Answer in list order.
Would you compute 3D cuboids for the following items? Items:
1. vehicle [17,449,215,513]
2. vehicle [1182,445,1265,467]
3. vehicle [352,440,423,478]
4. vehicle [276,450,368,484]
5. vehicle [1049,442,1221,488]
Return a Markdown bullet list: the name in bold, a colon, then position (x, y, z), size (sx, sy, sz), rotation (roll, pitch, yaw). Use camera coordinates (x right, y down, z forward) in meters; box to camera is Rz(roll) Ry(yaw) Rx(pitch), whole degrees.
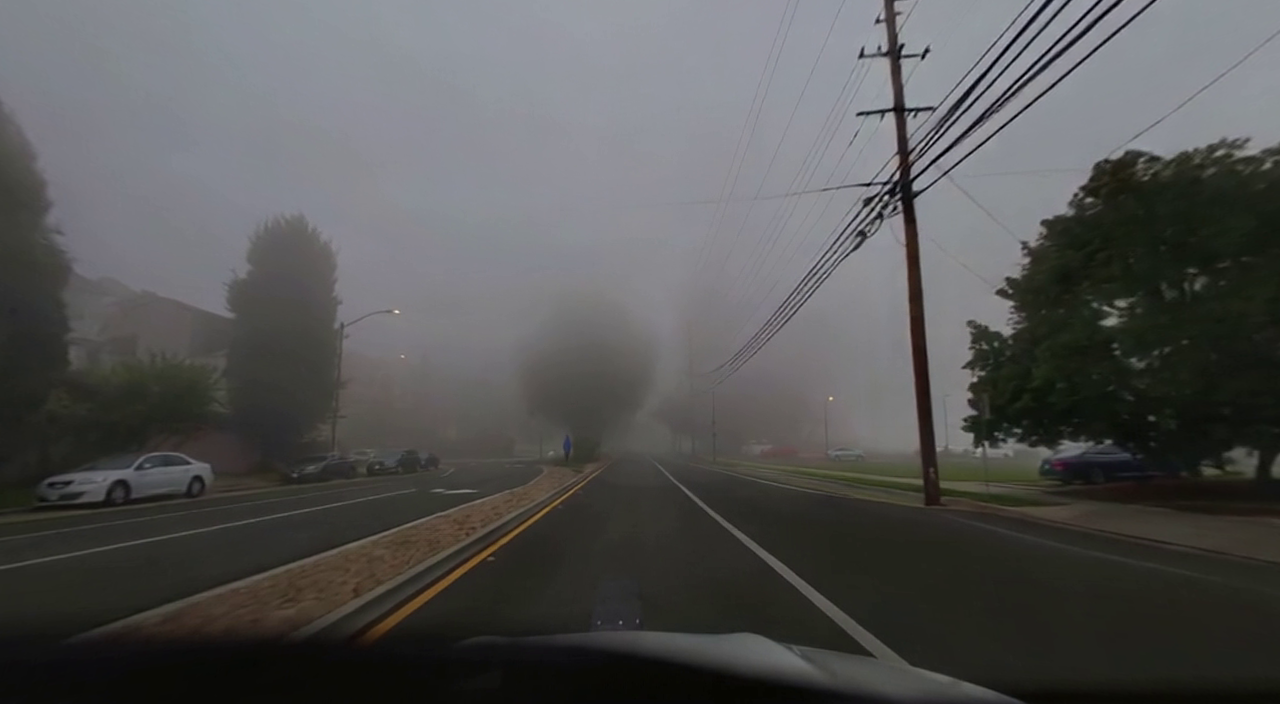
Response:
- **vehicle**: position (-15.412, 3.764, 19.026), size (2.029, 1.520, 4.615), rotation (-4, -8, 1)
- **vehicle**: position (40.285, 7.172, 43.718), size (1.707, 1.473, 3.778), rotation (2, -9, -16)
- **vehicle**: position (-15.119, 6.396, 38.139), size (2.298, 1.979, 4.920), rotation (-3, -8, 0)
- **vehicle**: position (-15.321, 5.545, 30.779), size (2.058, 1.479, 4.519), rotation (0, -8, 1)
- **vehicle**: position (17.850, 4.066, 22.938), size (4.567, 1.535, 2.156), rotation (1, -9, -6)
